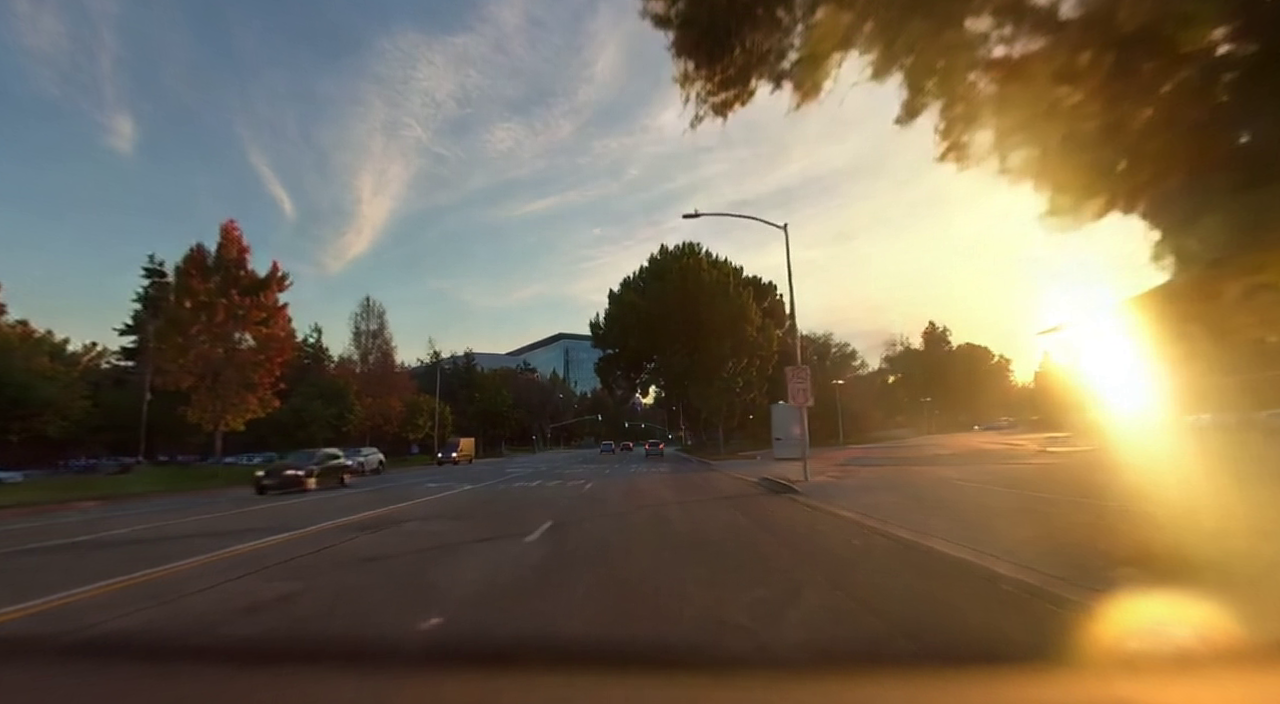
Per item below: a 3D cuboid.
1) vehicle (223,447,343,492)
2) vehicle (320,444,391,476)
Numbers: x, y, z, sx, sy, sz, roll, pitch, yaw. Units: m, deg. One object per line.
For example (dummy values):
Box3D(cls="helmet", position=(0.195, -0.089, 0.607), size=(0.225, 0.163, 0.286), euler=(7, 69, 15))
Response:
Box3D(cls="vehicle", position=(-13.720, 4.488, 24.476), size=(1.939, 1.548, 4.490), euler=(0, -8, 1))
Box3D(cls="vehicle", position=(-17.223, 6.538, 38.343), size=(2.112, 1.754, 4.740), euler=(0, -8, 0))
